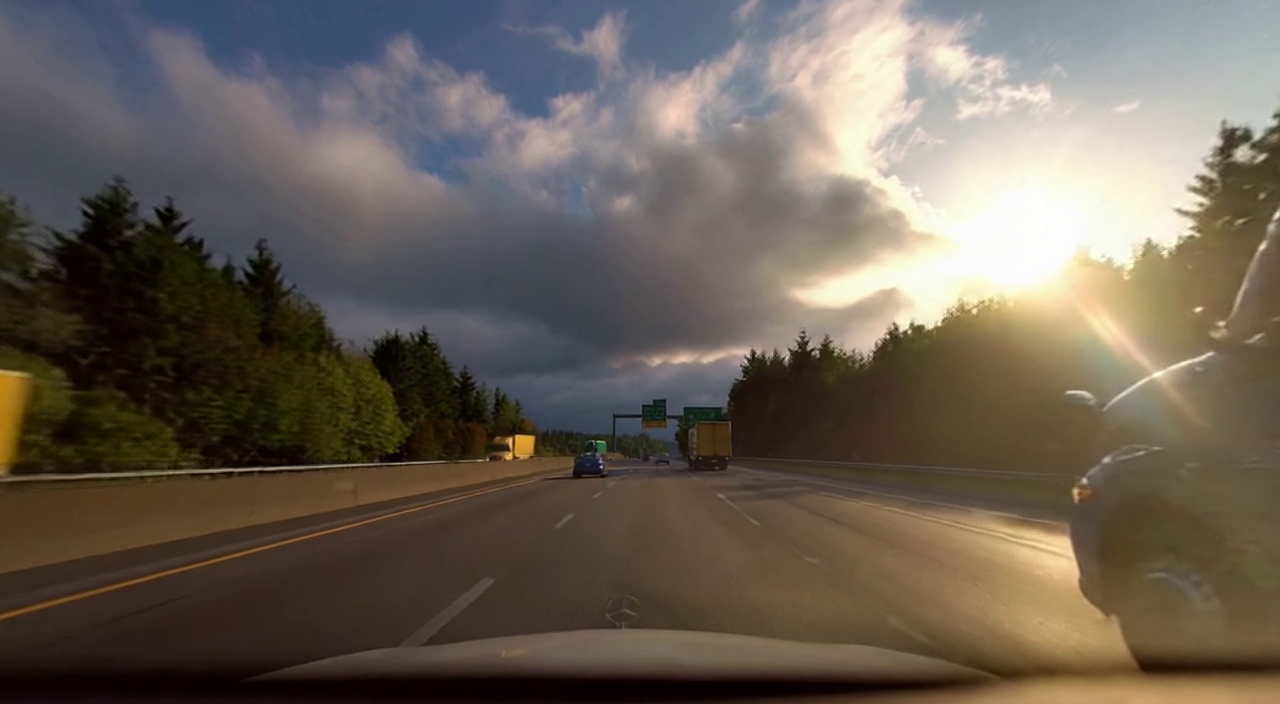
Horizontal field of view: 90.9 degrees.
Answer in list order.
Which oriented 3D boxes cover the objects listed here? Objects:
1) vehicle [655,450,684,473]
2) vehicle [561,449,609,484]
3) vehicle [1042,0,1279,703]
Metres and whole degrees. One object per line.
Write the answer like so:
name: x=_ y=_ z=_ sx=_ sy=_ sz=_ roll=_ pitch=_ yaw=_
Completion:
vehicle: x=2.074 y=7.853 z=45.218 sx=1.957 sy=1.541 sz=4.099 roll=0 pitch=-9 yaw=1
vehicle: x=-2.591 y=5.535 z=30.758 sx=1.960 sy=1.579 sz=4.384 roll=0 pitch=-9 yaw=0
vehicle: x=4.511 y=-0.274 z=1.525 sx=3.020 sy=3.962 sz=5.781 roll=0 pitch=-9 yaw=0
